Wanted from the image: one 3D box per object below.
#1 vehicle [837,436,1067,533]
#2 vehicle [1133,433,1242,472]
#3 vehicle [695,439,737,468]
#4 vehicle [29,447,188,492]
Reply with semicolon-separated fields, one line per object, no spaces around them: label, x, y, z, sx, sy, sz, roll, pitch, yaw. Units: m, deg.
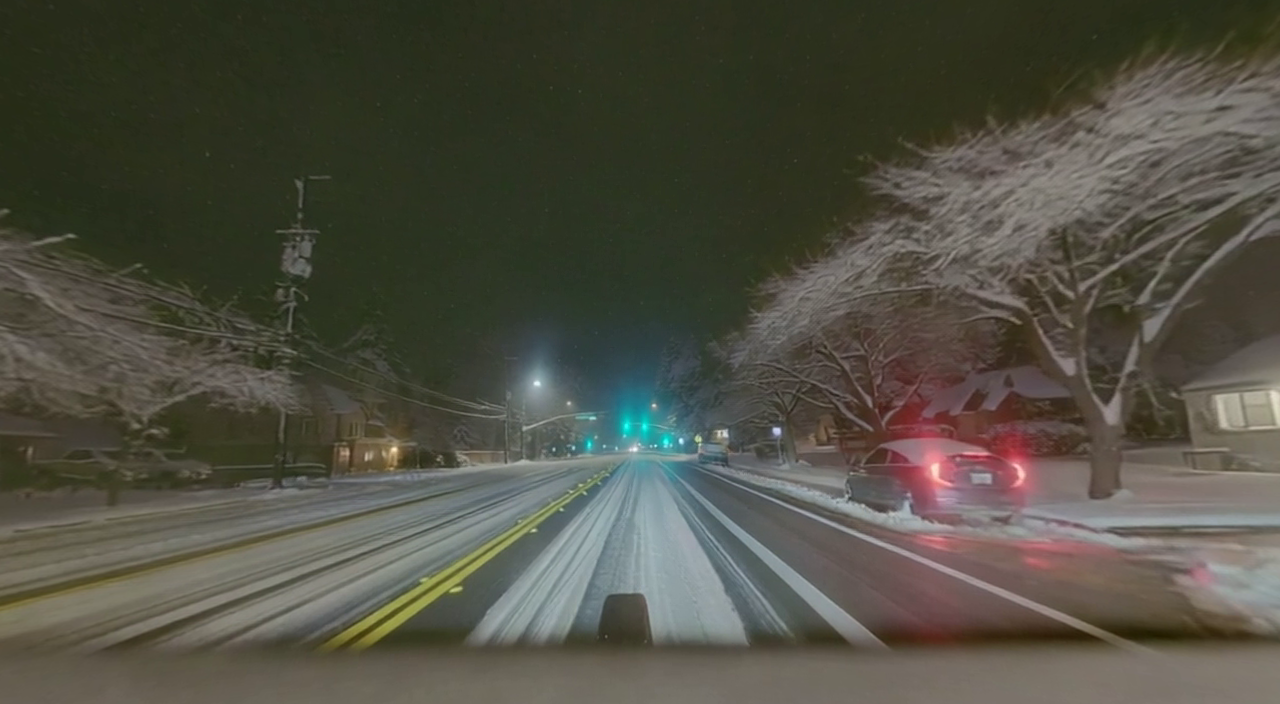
vehicle;5.423;2.337;11.790;1.935;1.453;4.488;0;-9;-1
vehicle;22.887;4.184;26.539;1.783;1.494;3.909;-3;-8;14
vehicle;4.949;6.717;41.714;2.105;1.772;4.757;0;-9;0
vehicle;-21.589;4.779;25.763;4.610;1.721;2.019;0;-9;-1
